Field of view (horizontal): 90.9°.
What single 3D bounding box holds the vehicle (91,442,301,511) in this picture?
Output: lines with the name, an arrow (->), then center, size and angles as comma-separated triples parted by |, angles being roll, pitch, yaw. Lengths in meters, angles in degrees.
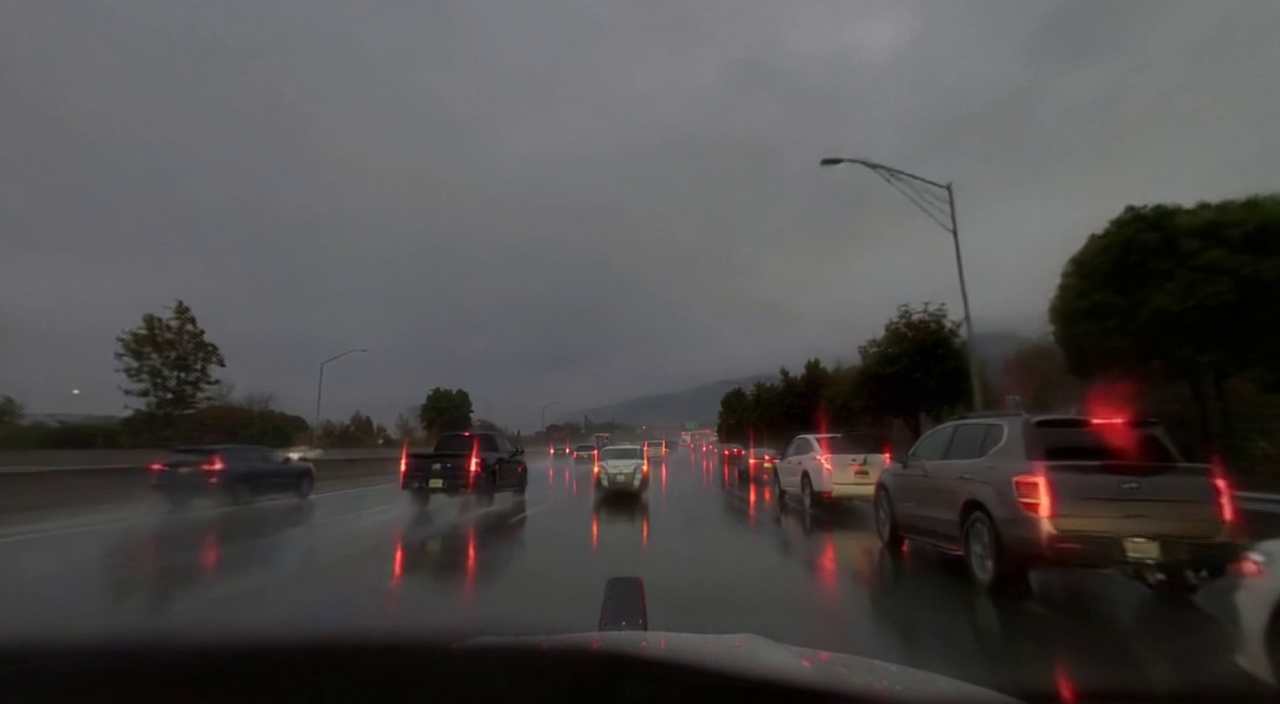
vehicle -> -11.108, 3.100, 16.318 | 1.907, 1.508, 4.608 | 0, -8, 3

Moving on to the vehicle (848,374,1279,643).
vehicle -> 3.958, 1.378, 6.586 | 2.003, 1.778, 4.658 | 0, -8, 1

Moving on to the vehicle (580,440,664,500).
vehicle -> -0.420, 3.212, 17.589 | 2.070, 1.456, 4.029 | 0, -8, 1

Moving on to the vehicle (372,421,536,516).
vehicle -> -4.051, 2.669, 15.026 | 2.110, 1.811, 5.585 | 0, -8, 1

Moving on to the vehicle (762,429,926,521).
vehicle -> 3.955, 2.458, 13.157 | 1.984, 1.567, 4.475 | 0, -8, 1
